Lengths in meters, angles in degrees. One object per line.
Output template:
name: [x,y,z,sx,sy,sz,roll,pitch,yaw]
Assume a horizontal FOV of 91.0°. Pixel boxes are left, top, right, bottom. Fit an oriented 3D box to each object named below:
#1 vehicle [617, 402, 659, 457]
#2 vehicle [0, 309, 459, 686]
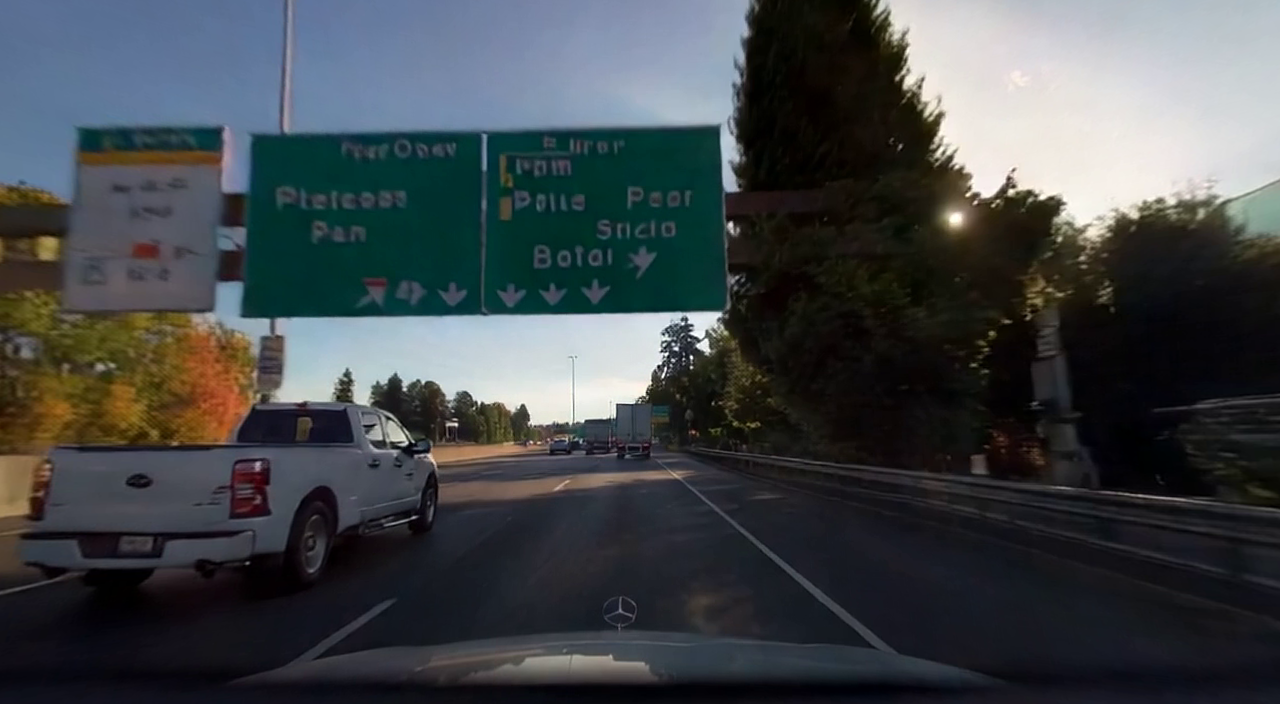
vehicle: [-0.290,6.210,49.922,2.939,3.886,10.374,0,-8,-2]
vehicle: [-3.507,1.098,5.864,2.223,2.045,4.798,0,-8,-1]
